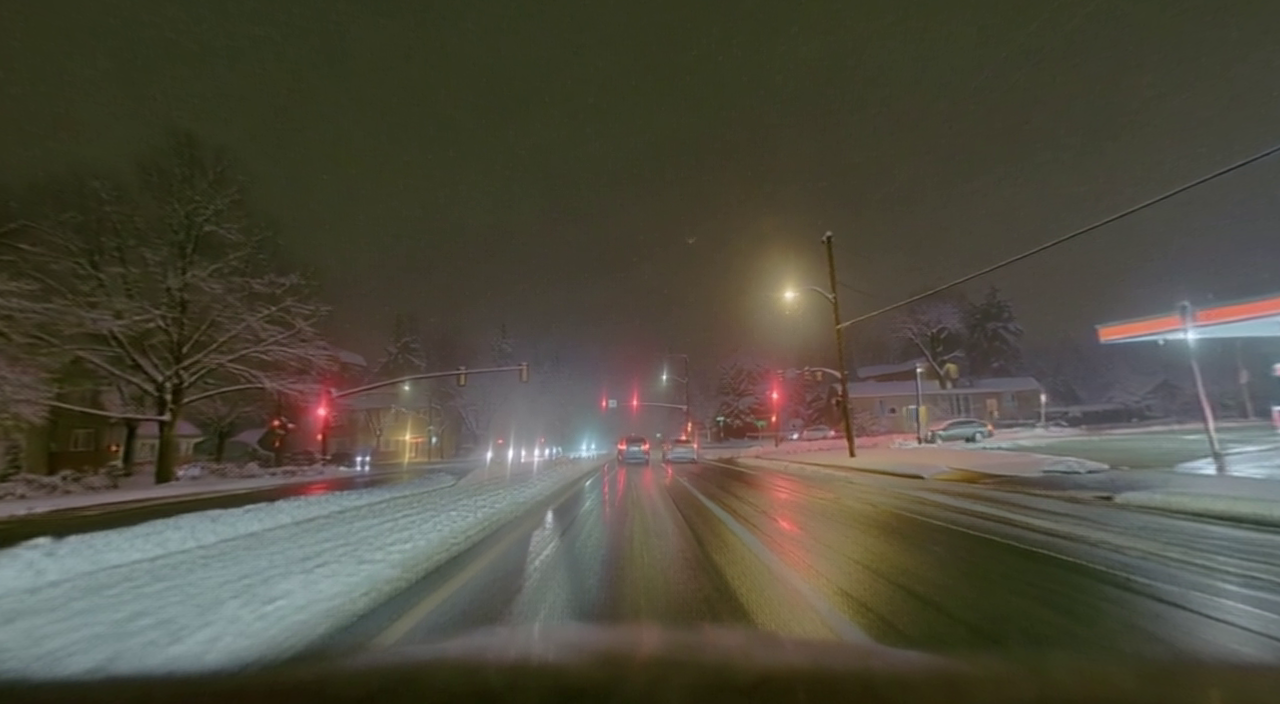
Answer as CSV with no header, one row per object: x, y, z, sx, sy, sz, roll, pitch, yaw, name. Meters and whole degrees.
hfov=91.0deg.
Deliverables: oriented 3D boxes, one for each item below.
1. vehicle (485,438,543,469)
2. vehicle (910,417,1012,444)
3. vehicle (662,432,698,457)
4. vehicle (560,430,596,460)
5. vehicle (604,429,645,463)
-6.343,5.159,32.253,2.033,1.442,4.668,0,-8,-1,vehicle
17.999,4.462,35.444,4.660,1.462,2.034,0,-8,0,vehicle
2.738,6.486,44.061,2.103,1.647,4.318,0,-8,-2,vehicle
-4.007,6.128,41.444,2.139,1.851,3.970,0,-8,-2,vehicle
-0.779,5.143,34.609,2.146,1.742,4.095,0,-8,0,vehicle
